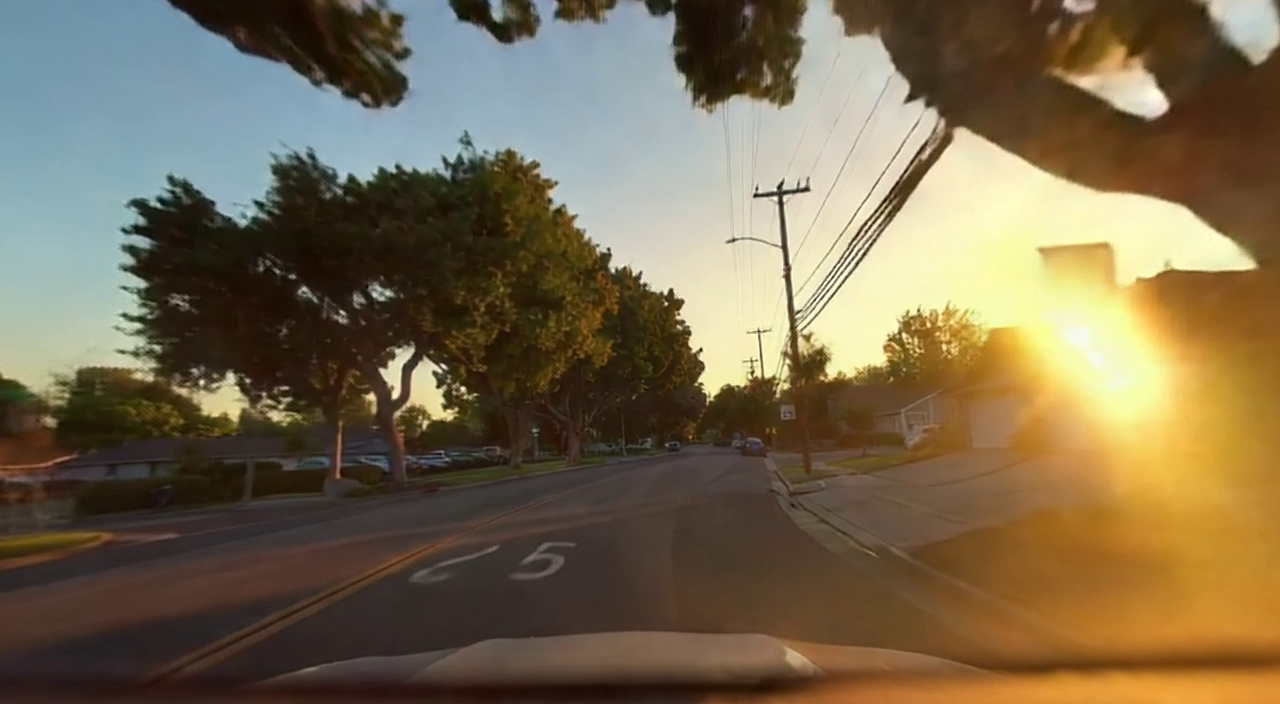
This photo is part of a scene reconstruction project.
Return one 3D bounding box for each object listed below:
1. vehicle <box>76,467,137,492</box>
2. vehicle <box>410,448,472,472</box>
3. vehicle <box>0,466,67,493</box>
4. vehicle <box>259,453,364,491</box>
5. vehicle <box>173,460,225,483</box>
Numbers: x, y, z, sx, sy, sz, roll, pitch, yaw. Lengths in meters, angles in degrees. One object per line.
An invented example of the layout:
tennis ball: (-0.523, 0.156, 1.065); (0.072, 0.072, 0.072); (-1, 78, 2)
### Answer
vehicle: (-36.906, 8.793, 43.697); (4.305, 1.465, 1.903); (-5, -10, 32)
vehicle: (-14.358, 7.791, 45.693); (4.123, 1.603, 1.906); (2, -9, -16)
vehicle: (-46.912, 9.630, 47.759); (4.659, 1.815, 2.069); (3, -9, -18)
vehicle: (-16.786, 6.117, 32.576); (4.675, 1.442, 1.906); (-1, -8, -24)
vehicle: (-34.265, 9.243, 49.024); (4.478, 1.533, 2.018); (-7, -11, 38)
